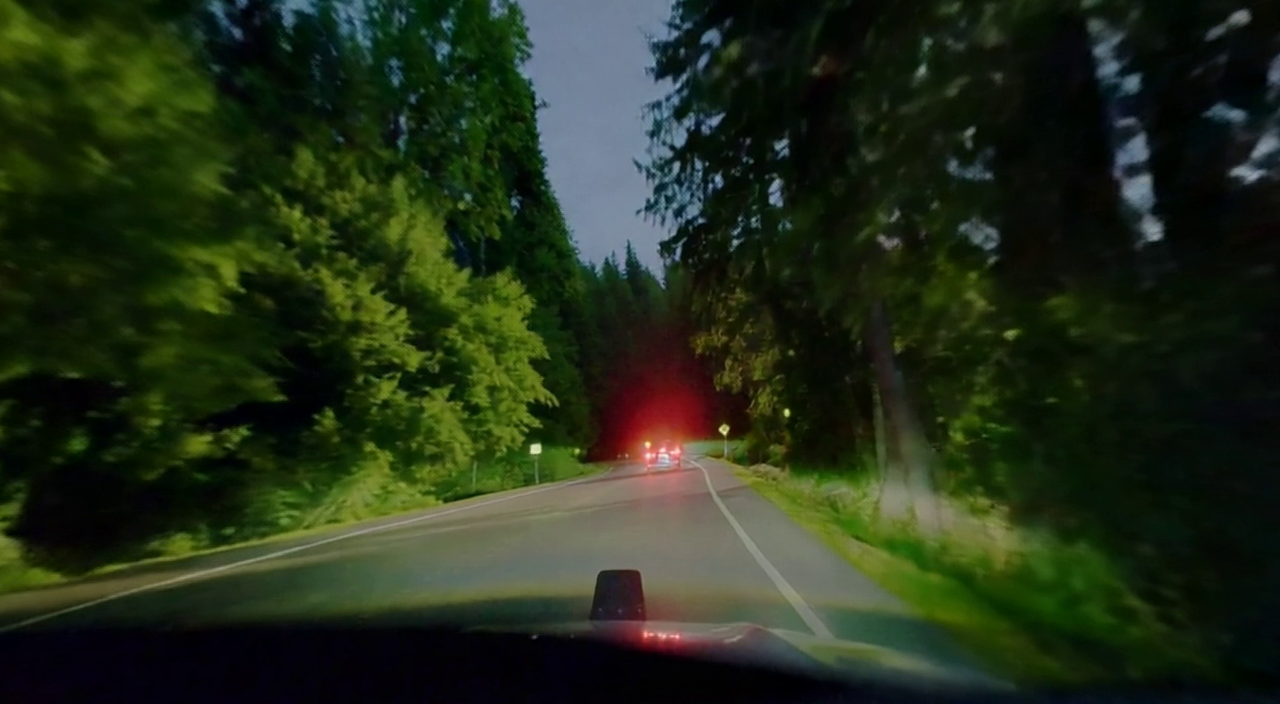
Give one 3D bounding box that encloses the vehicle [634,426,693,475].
[{"bbox_3d":[1.176,4.903,31.371,2.469,1.953,5.605,-7,-9,2],"label":"vehicle"}]
